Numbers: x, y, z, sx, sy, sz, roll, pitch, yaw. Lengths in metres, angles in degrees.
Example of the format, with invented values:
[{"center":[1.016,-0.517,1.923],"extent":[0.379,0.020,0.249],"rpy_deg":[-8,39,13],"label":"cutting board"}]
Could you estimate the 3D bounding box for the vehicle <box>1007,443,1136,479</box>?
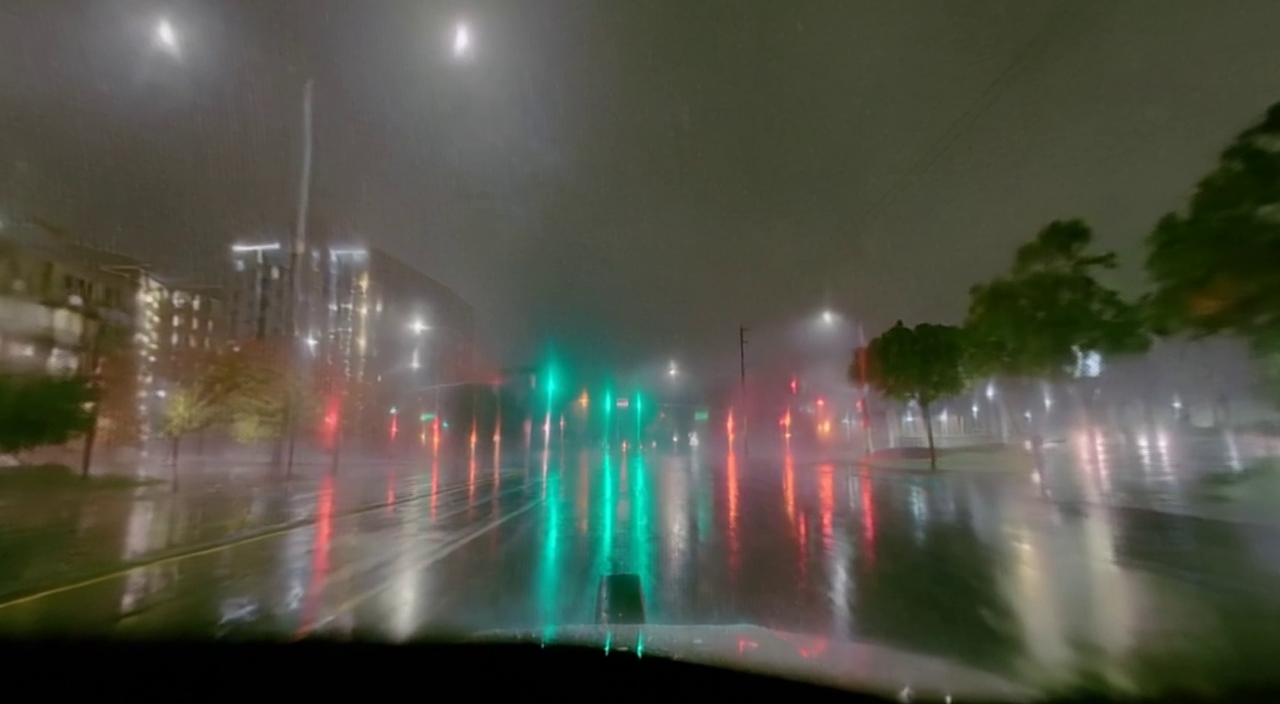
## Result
[{"center":[19.258,4.832,28.344],"extent":[1.828,1.483,4.376],"rpy_deg":[8,-12,-44],"label":"vehicle"}]
